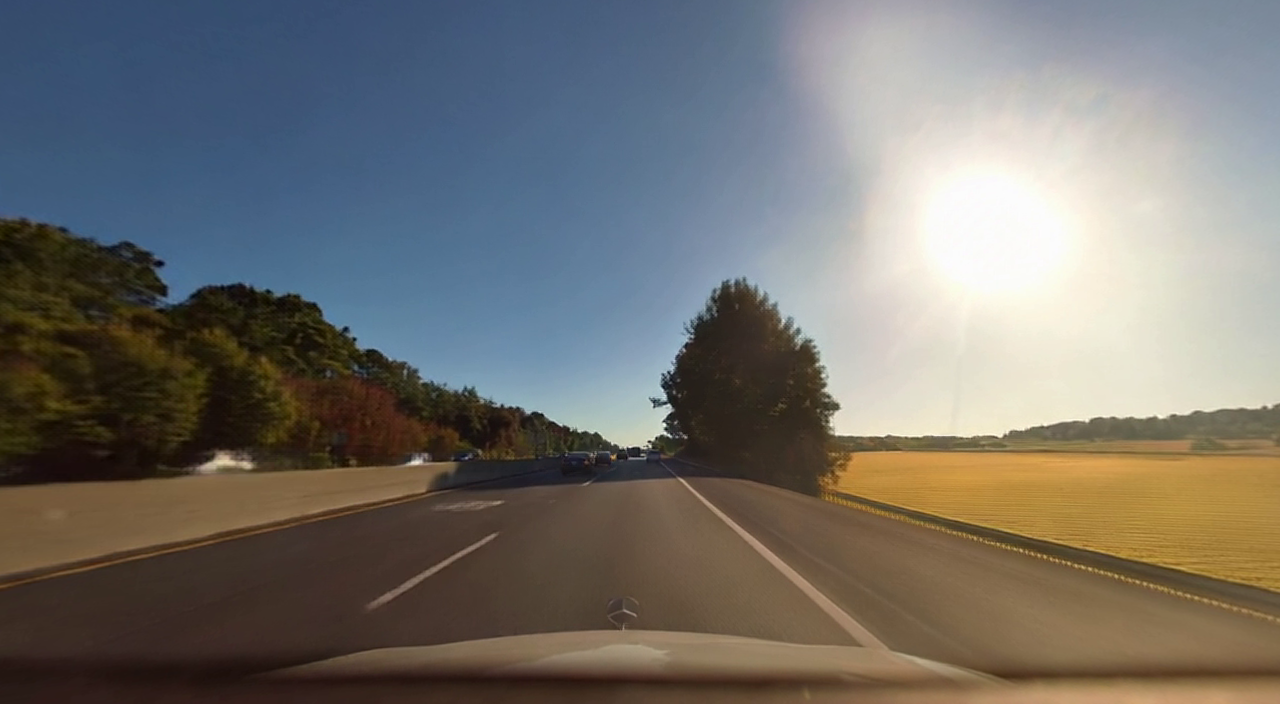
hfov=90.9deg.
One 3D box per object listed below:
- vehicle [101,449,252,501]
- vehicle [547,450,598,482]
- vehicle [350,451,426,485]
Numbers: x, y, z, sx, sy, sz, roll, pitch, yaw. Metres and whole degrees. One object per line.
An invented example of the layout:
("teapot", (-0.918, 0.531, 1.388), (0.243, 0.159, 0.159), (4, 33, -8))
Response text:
("vehicle", (-16.595, 4.406, 22.953), (2.005, 1.675, 4.529), (-1, -9, 1))
("vehicle", (-3.291, 5.629, 31.408), (1.970, 1.483, 4.097), (-1, -9, 1))
("vehicle", (-12.620, 5.807, 31.869), (1.963, 1.555, 4.441), (-1, -9, 0))
